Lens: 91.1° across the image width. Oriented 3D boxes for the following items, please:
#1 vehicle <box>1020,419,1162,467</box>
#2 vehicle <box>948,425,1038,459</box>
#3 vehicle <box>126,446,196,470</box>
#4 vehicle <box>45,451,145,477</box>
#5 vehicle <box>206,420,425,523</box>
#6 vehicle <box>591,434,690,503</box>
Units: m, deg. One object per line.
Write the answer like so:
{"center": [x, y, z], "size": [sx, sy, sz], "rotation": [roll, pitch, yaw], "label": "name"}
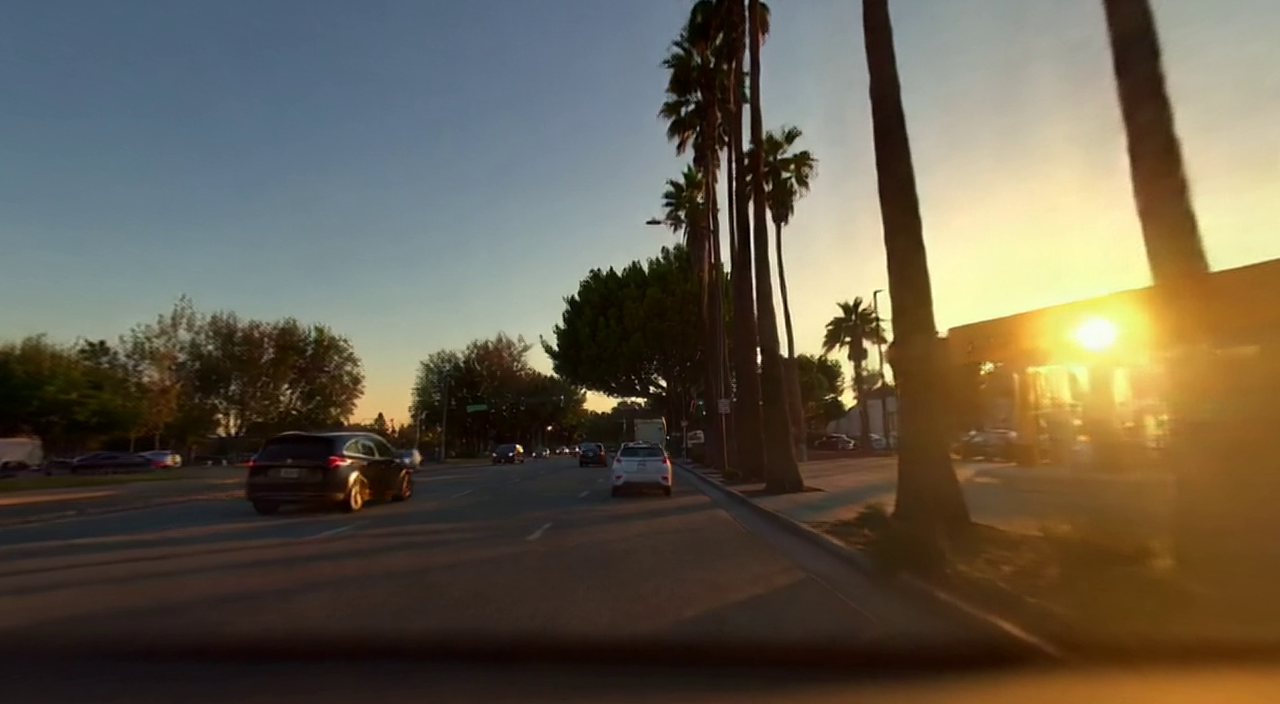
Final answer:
{"center": [17.044, 3.485, 24.064], "size": [2.009, 1.630, 4.436], "rotation": [0, -8, -2], "label": "vehicle"}
{"center": [16.772, 4.360, 30.113], "size": [1.902, 1.502, 4.395], "rotation": [0, -9, 3], "label": "vehicle"}
{"center": [-35.448, 7.847, 46.609], "size": [1.888, 1.650, 4.369], "rotation": [0, -9, -2], "label": "vehicle"}
{"center": [-32.563, 6.665, 37.661], "size": [4.056, 1.453, 1.865], "rotation": [5, -10, -27], "label": "vehicle"}
{"center": [-6.252, 2.357, 12.855], "size": [2.057, 1.705, 4.394], "rotation": [0, -9, 1], "label": "vehicle"}
{"center": [0.031, 2.891, 15.999], "size": [2.145, 1.483, 4.453], "rotation": [0, -9, 0], "label": "vehicle"}
